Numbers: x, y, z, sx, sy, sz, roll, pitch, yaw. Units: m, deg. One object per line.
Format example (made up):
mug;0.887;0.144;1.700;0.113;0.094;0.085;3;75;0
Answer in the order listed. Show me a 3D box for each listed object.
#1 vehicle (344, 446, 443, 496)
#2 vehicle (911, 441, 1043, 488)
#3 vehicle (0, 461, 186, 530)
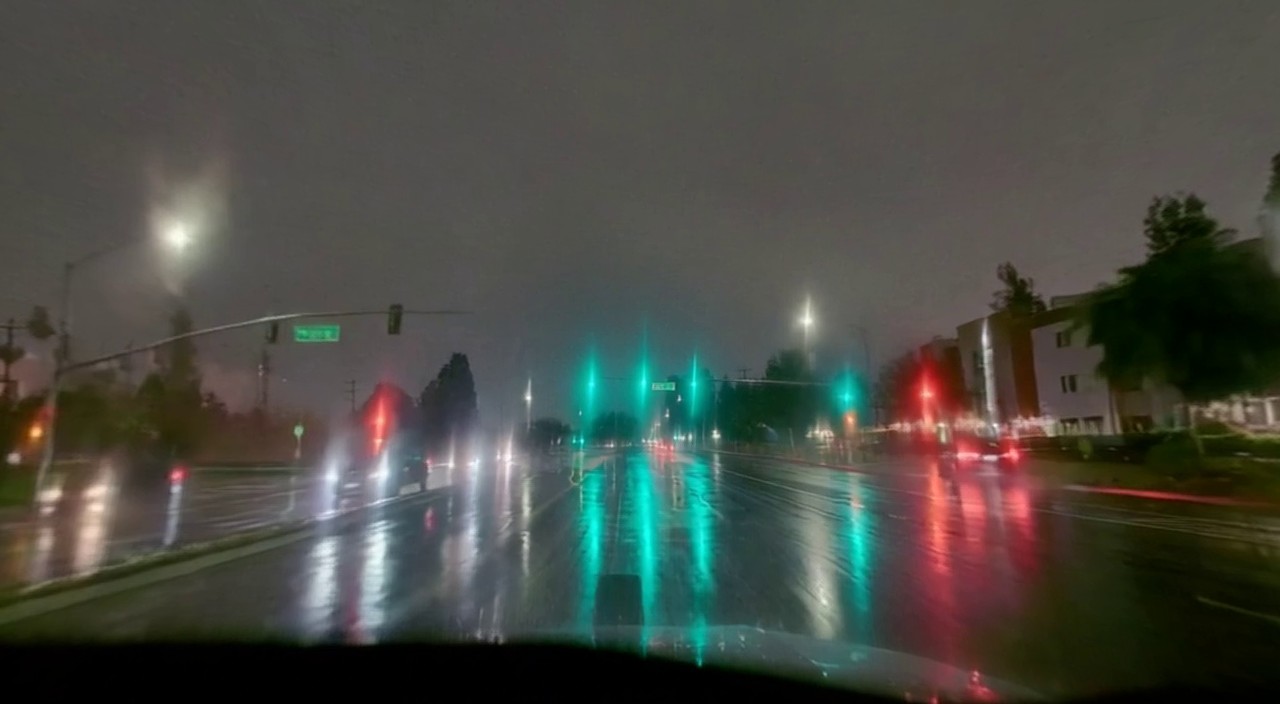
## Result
vehicle;-9.222;4.447;24.100;2.010;1.682;4.346;0;-9;0
vehicle;11.640;3.895;22.266;1.955;1.455;4.727;0;-9;-1
vehicle;-15.670;4.033;18.312;1.892;1.631;4.226;0;-9;-1
